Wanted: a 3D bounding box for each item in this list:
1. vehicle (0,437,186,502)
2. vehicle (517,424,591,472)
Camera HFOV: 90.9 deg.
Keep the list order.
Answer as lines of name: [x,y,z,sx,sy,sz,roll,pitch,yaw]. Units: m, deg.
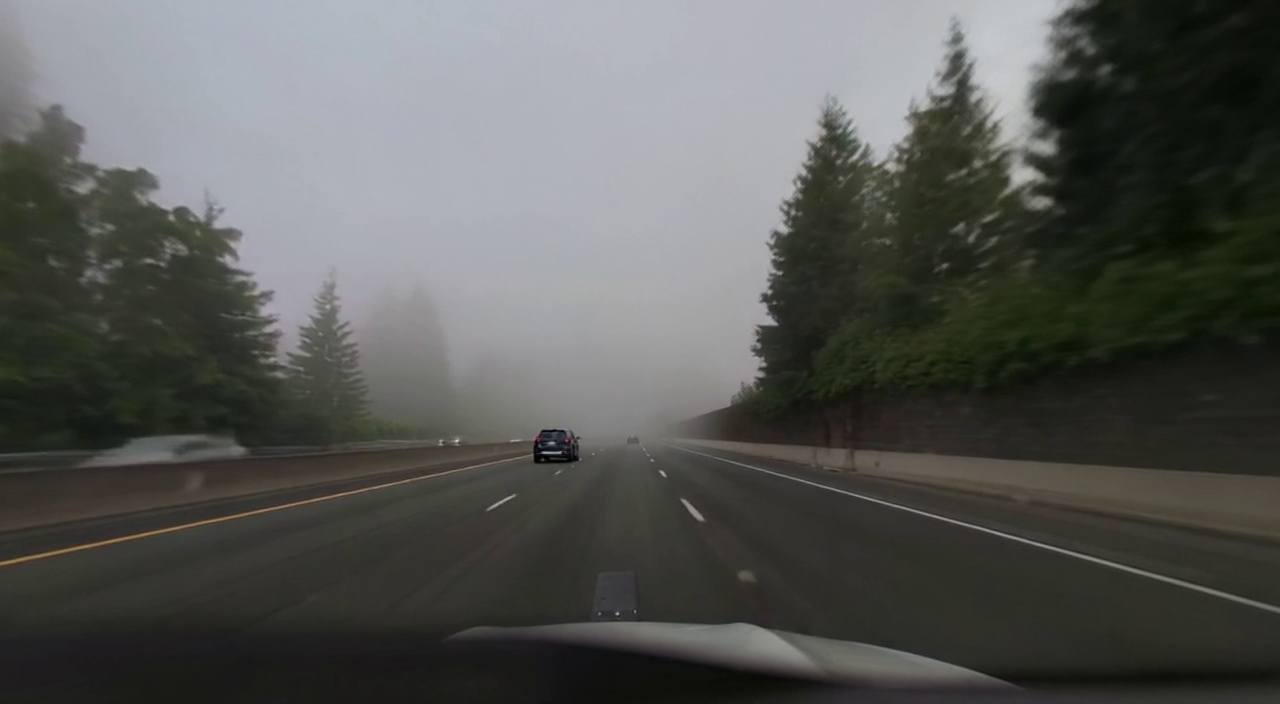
vehicle: [-14.017,2.908,16.172,1.840,1.438,3.986,0,-8,-2]
vehicle: [-3.328,3.818,25.409,2.306,1.730,4.606,0,-8,1]
